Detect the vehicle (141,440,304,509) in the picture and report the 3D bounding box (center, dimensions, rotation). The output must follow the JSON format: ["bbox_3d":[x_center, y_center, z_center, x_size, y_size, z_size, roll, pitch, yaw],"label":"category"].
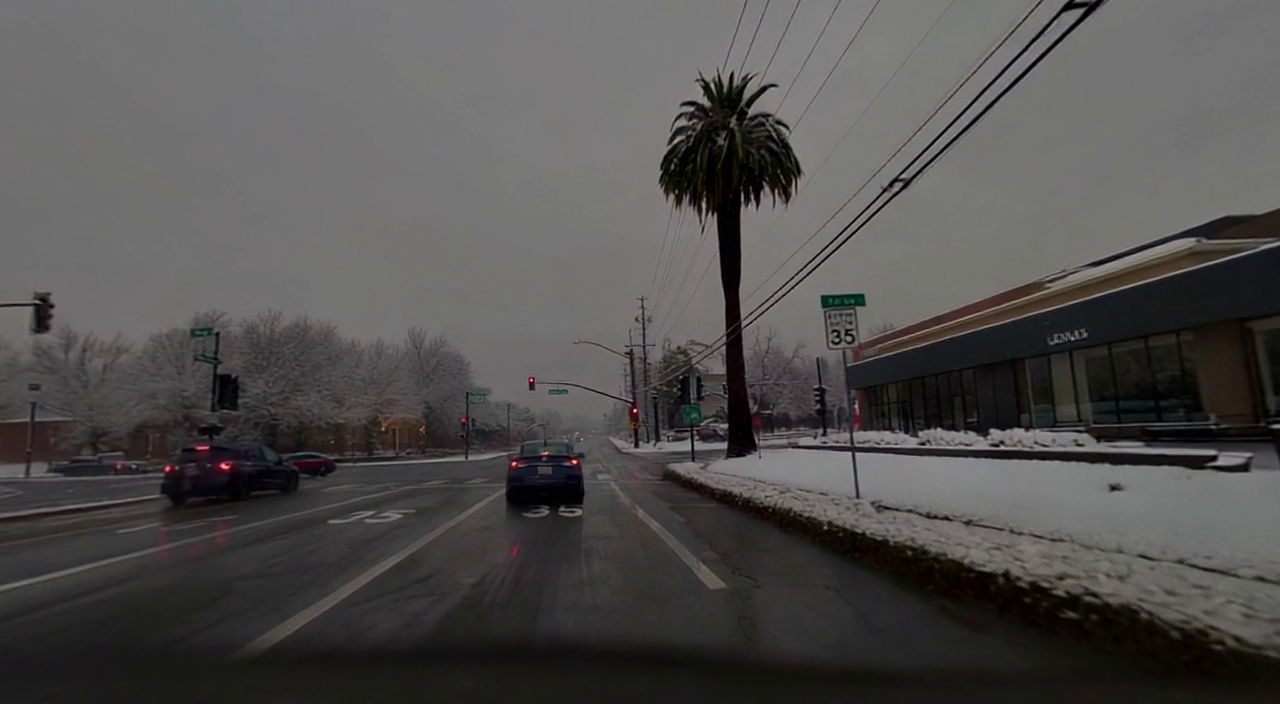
[{"bbox_3d":[-12.489,3.639,19.402,2.050,1.811,4.752,0,-9,-5],"label":"vehicle"}]

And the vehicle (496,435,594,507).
[{"bbox_3d":[-2.263,2.849,15.631,2.063,1.474,4.334,1,-8,-7],"label":"vehicle"}]

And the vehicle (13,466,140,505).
[{"bbox_3d":[-26.556,6.277,30.043,1.829,1.506,4.819,0,-8,-4],"label":"vehicle"}]
